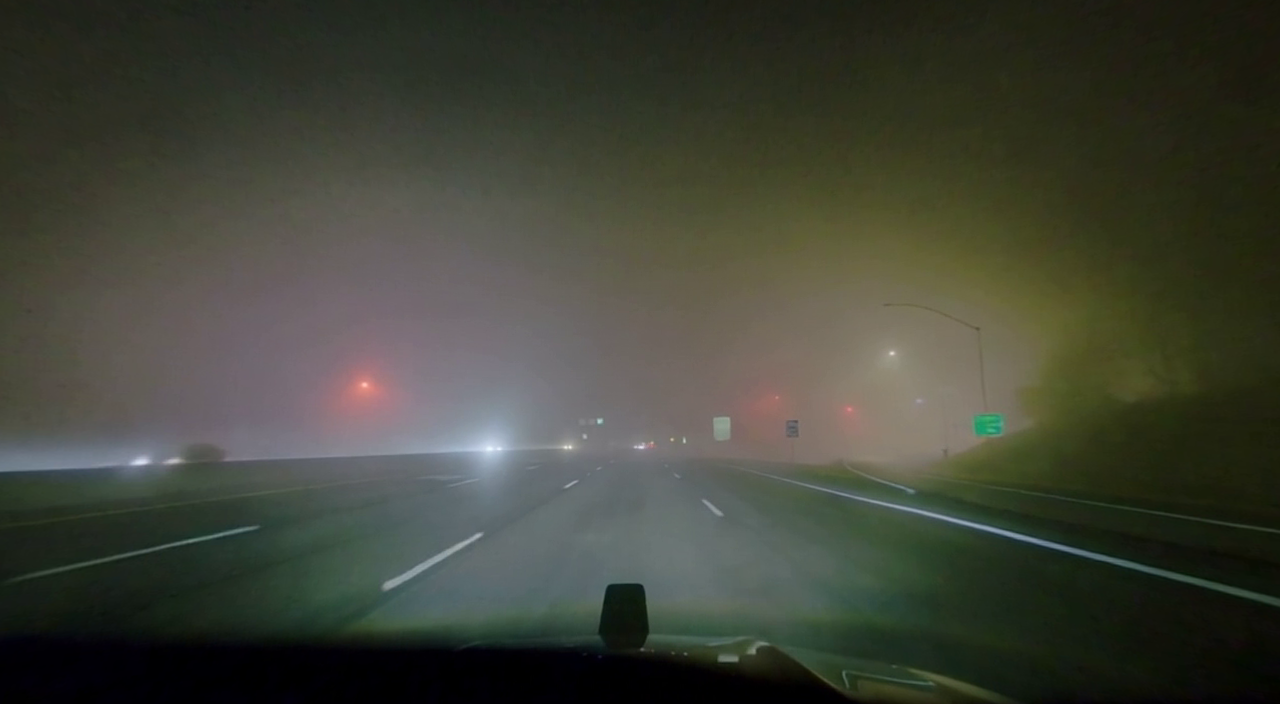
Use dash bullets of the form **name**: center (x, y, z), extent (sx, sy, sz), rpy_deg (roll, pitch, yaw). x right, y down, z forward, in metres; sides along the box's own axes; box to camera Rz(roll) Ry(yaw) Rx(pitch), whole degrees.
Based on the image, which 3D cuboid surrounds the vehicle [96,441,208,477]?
- **vehicle**: center (-24.426, 5.346, 31.791), extent (1.977, 1.665, 4.501), rpy_deg (0, -8, 0)
